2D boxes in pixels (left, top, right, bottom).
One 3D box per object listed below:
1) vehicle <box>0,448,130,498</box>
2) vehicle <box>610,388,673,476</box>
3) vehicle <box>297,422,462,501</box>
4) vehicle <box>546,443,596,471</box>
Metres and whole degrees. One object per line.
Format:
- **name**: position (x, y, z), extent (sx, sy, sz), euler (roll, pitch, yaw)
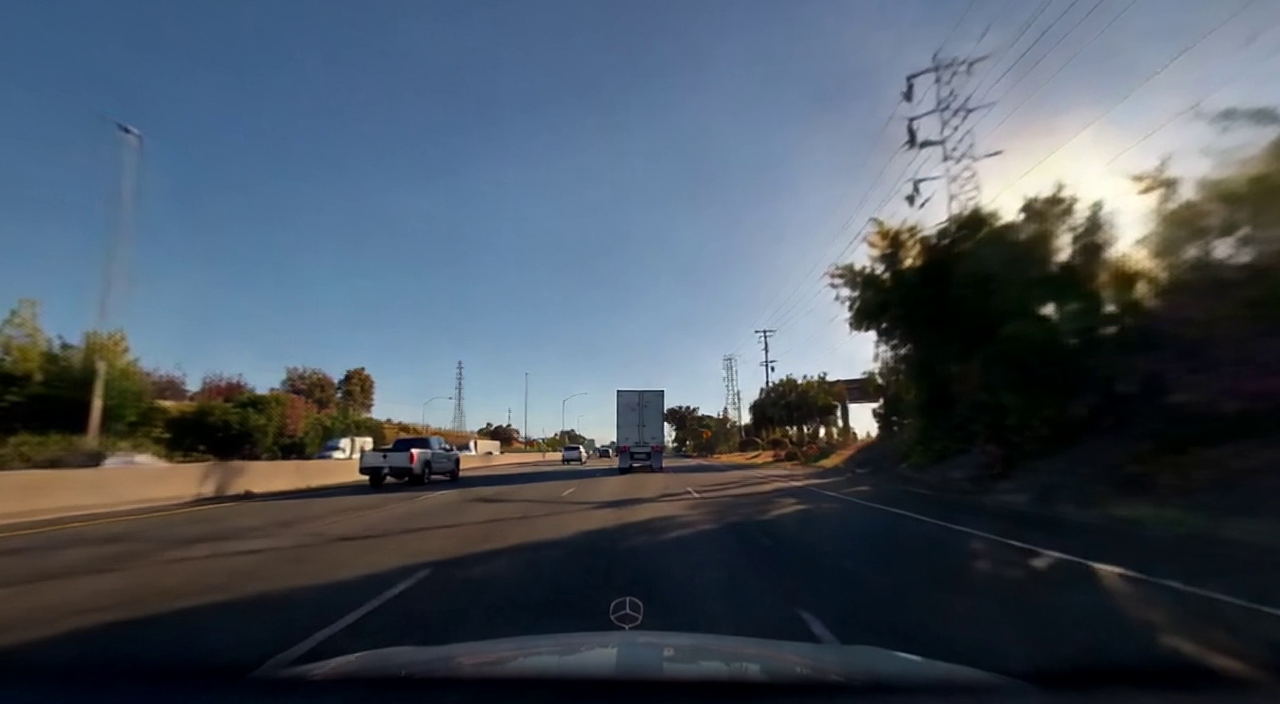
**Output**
- **vehicle**: position (-18.869, 3.830, 20.378), extent (1.555, 1.411, 3.783), euler (0, -8, 1)
- **vehicle**: position (0.159, 4.473, 34.698), extent (2.879, 4.027, 11.243), euler (0, -8, 1)
- **vehicle**: position (-7.289, 3.127, 18.574), extent (2.263, 1.936, 5.802), euler (0, -8, 2)
- **vehicle**: position (-3.776, 5.857, 35.391), extent (2.138, 1.469, 4.677), euler (-1, -8, 2)
